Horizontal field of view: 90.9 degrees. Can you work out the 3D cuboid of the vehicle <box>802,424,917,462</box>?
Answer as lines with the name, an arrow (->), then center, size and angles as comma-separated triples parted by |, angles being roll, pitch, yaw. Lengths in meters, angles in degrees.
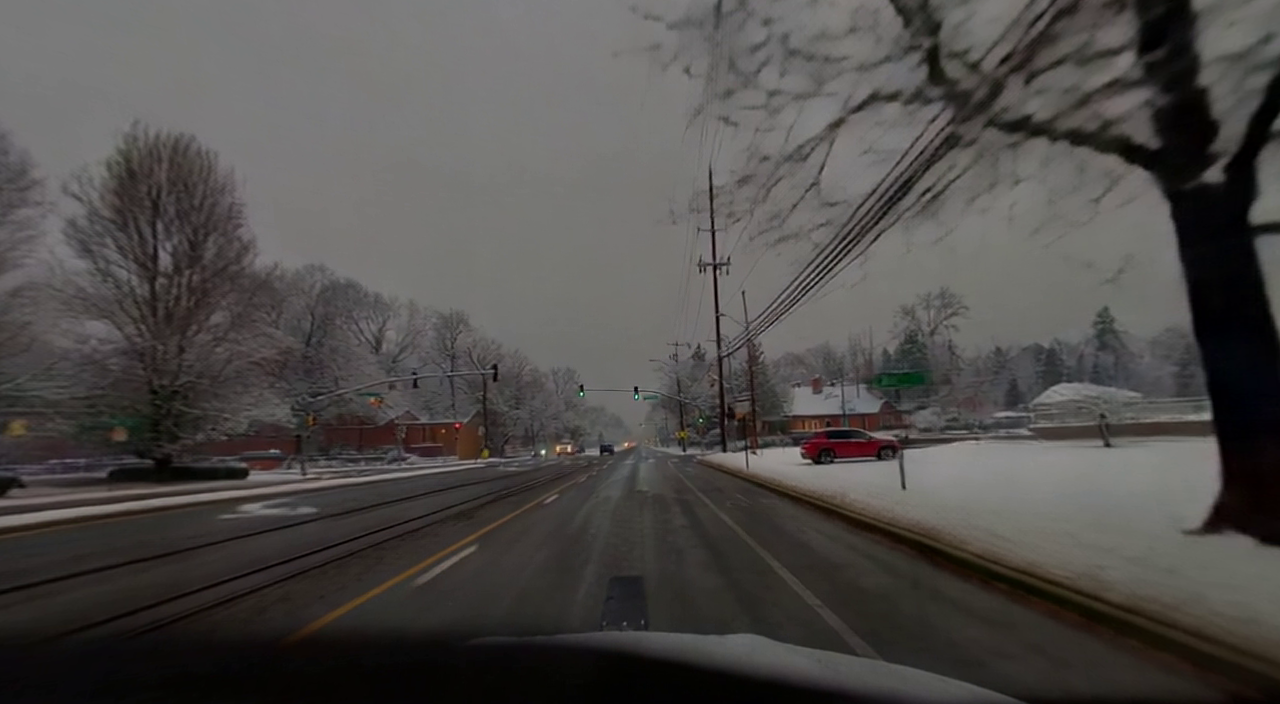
vehicle -> 10.528, 4.381, 30.497 | 4.765, 1.738, 2.101 | 0, -8, -3

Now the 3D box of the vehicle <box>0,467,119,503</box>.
vehicle -> -26.440, 5.937, 28.320 | 4.362, 1.435, 1.978 | -1, -8, 2

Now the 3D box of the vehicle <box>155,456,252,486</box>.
vehicle -> -26.903, 7.321, 38.961 | 4.451, 1.724, 1.988 | 0, -8, 0
